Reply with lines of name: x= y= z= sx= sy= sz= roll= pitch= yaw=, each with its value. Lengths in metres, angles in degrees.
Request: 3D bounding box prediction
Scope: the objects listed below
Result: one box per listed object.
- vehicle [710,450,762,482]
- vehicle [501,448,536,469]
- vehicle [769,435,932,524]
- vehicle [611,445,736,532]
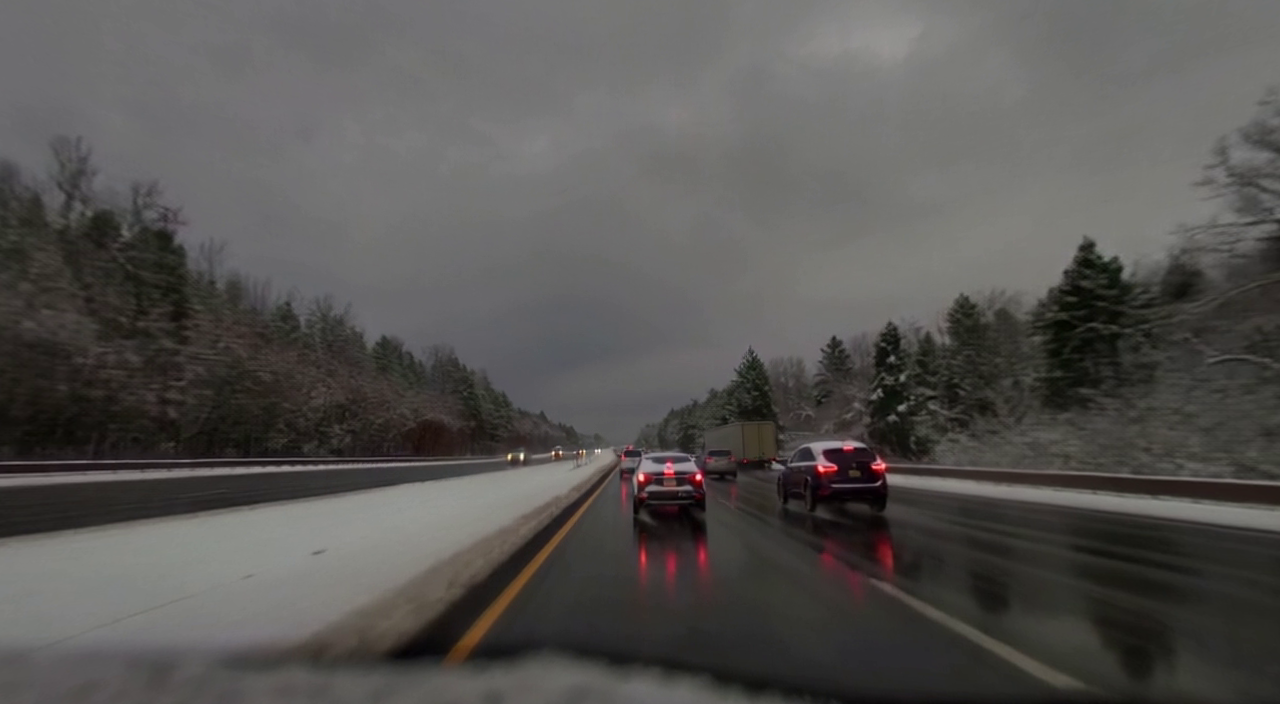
vehicle: x=4.868 y=5.825 z=32.517 sx=1.908 sy=1.500 sz=4.157 roll=0 pitch=-9 yaw=-2
vehicle: x=-9.244 y=8.121 z=48.198 sx=1.941 sy=1.483 sz=4.061 roll=0 pitch=-9 yaw=0
vehicle: x=4.478 y=2.782 z=14.327 sx=1.998 sy=1.657 sz=4.604 roll=0 pitch=-9 yaw=-1
vehicle: x=0.530 y=2.596 z=12.499 sx=2.094 sy=1.426 sz=3.725 roll=0 pitch=-9 yaw=-1
